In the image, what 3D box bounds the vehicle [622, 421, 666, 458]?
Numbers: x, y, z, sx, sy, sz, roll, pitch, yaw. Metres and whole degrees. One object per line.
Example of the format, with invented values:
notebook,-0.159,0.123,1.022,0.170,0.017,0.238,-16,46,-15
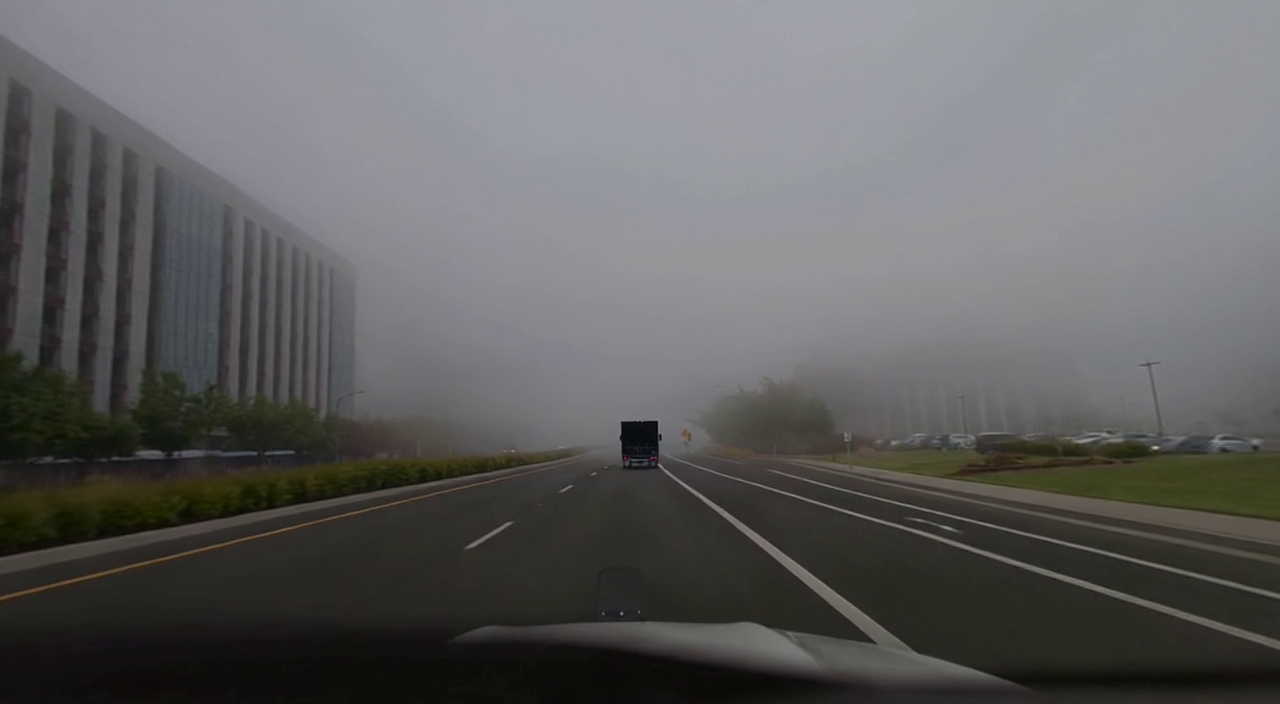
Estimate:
vehicle,0.122,4.779,34.407,2.178,1.829,4.932,0,-8,-2
